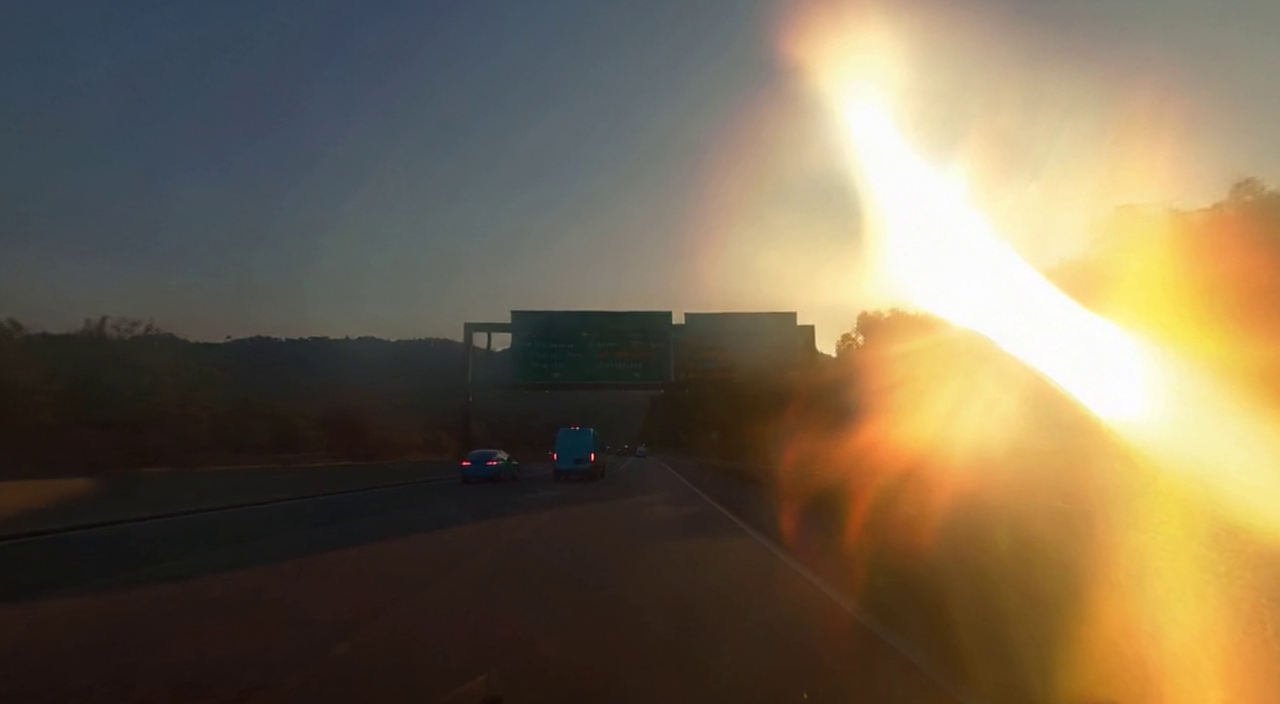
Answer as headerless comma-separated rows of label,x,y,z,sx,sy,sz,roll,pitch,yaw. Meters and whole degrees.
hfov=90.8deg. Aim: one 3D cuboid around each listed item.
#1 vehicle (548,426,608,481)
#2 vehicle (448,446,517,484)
vehicle,-3.063,5.234,32.591,2.437,2.565,5.829,0,-9,1
vehicle,-7.520,5.429,30.567,2.164,1.664,4.252,0,-9,1
